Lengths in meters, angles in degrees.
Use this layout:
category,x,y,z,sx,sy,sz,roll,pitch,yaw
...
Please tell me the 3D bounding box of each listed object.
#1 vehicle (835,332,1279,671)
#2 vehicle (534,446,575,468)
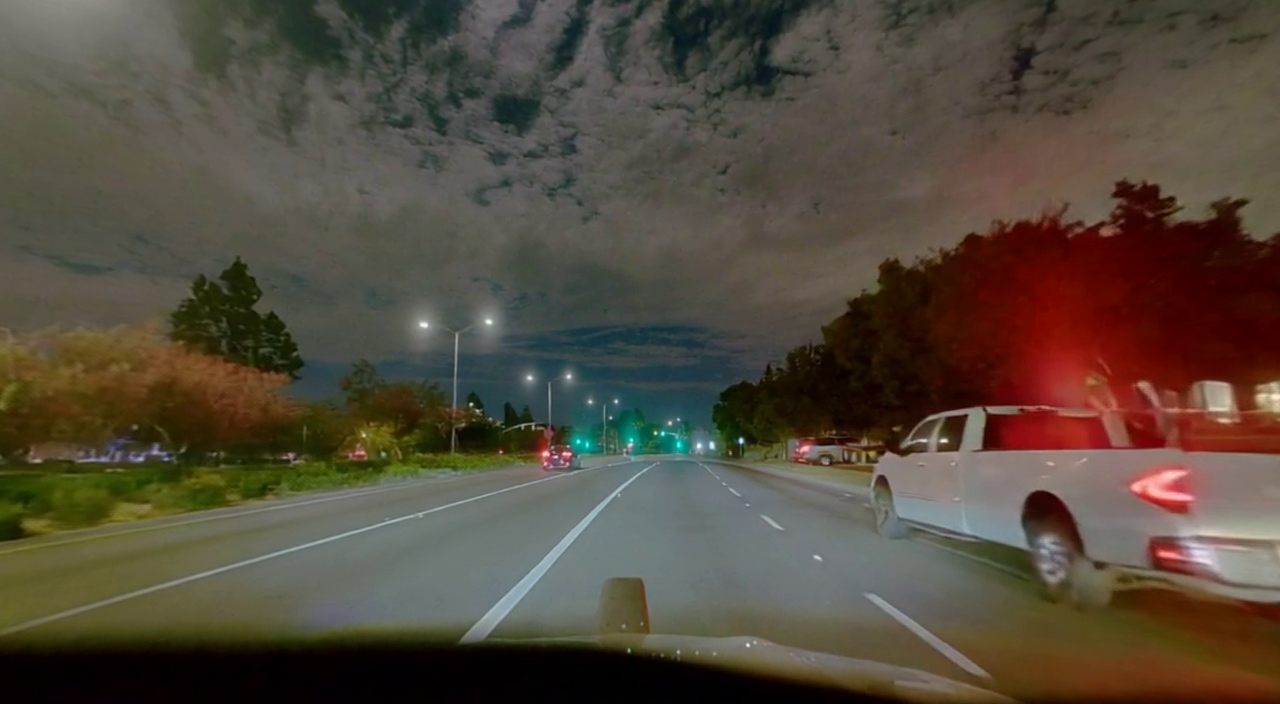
category,x,y,z,sx,sy,sz,roll,pitch,yaw
vehicle,4.543,1.357,7.102,2.695,2.013,6.661,0,-8,1
vehicle,-5.883,7.263,43.825,2.060,1.473,4.645,0,-8,1
